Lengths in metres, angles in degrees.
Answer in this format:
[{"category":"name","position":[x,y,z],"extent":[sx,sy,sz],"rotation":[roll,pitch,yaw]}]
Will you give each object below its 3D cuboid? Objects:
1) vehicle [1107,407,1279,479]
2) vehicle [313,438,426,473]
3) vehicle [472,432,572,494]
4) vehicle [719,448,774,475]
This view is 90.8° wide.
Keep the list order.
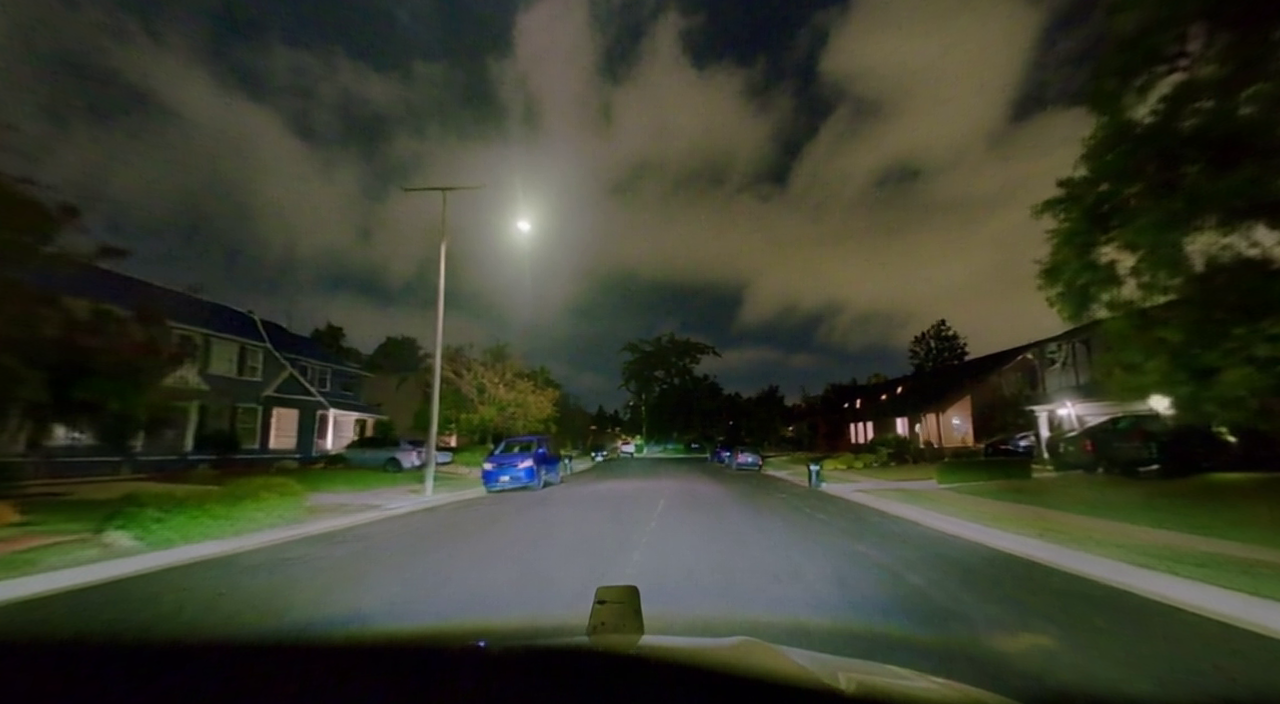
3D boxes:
[{"category":"vehicle","position":[14.939,2.355,16.425],"extent":[4.384,1.688,1.956],"rotation":[2,-8,-13]},{"category":"vehicle","position":[-11.782,4.521,27.832],"extent":[4.376,1.458,2.046],"rotation":[3,-8,-19]},{"category":"vehicle","position":[-3.857,3.685,21.664],"extent":[2.215,1.859,4.765],"rotation":[0,-8,4]},{"category":"vehicle","position":[6.097,6.357,36.834],"extent":[1.984,1.437,4.726],"rotation":[1,-9,-5]}]
